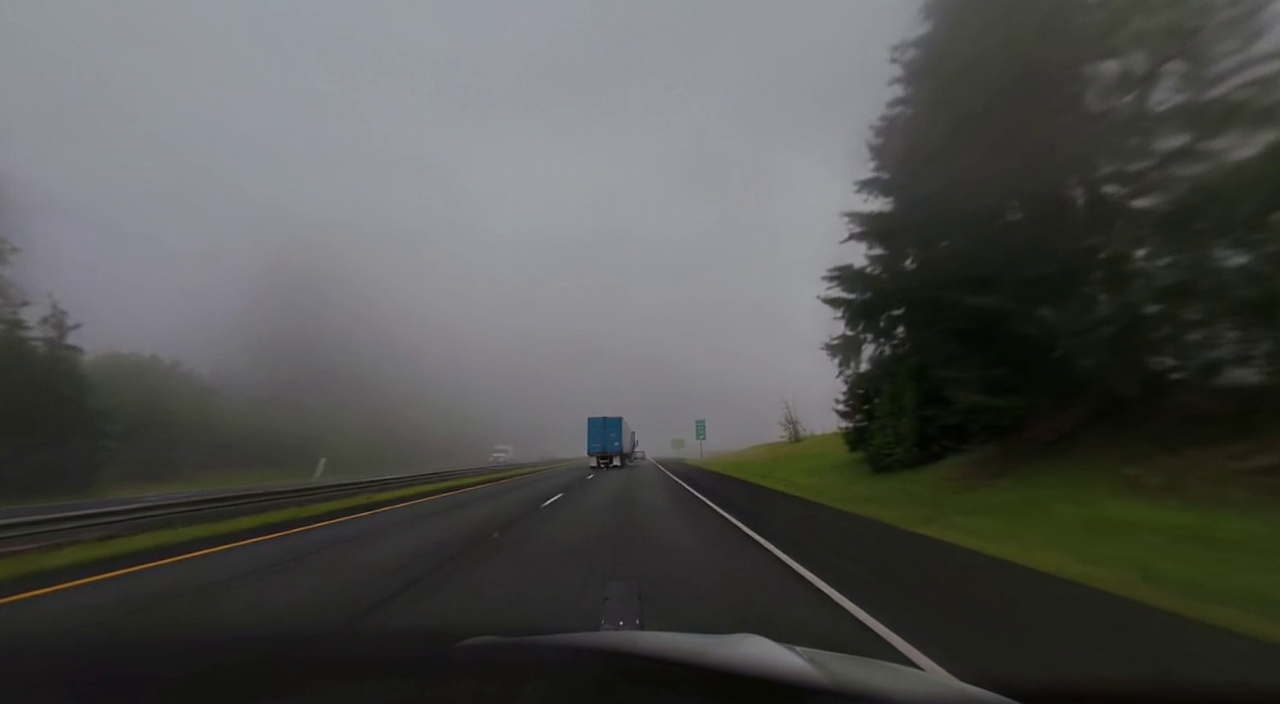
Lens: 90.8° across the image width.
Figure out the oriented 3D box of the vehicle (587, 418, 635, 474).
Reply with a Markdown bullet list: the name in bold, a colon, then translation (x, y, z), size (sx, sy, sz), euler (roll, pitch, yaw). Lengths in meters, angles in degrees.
- **vehicle**: translation (-1.740, 6.033, 40.415), size (2.704, 3.270, 6.745), euler (0, -9, 0)
